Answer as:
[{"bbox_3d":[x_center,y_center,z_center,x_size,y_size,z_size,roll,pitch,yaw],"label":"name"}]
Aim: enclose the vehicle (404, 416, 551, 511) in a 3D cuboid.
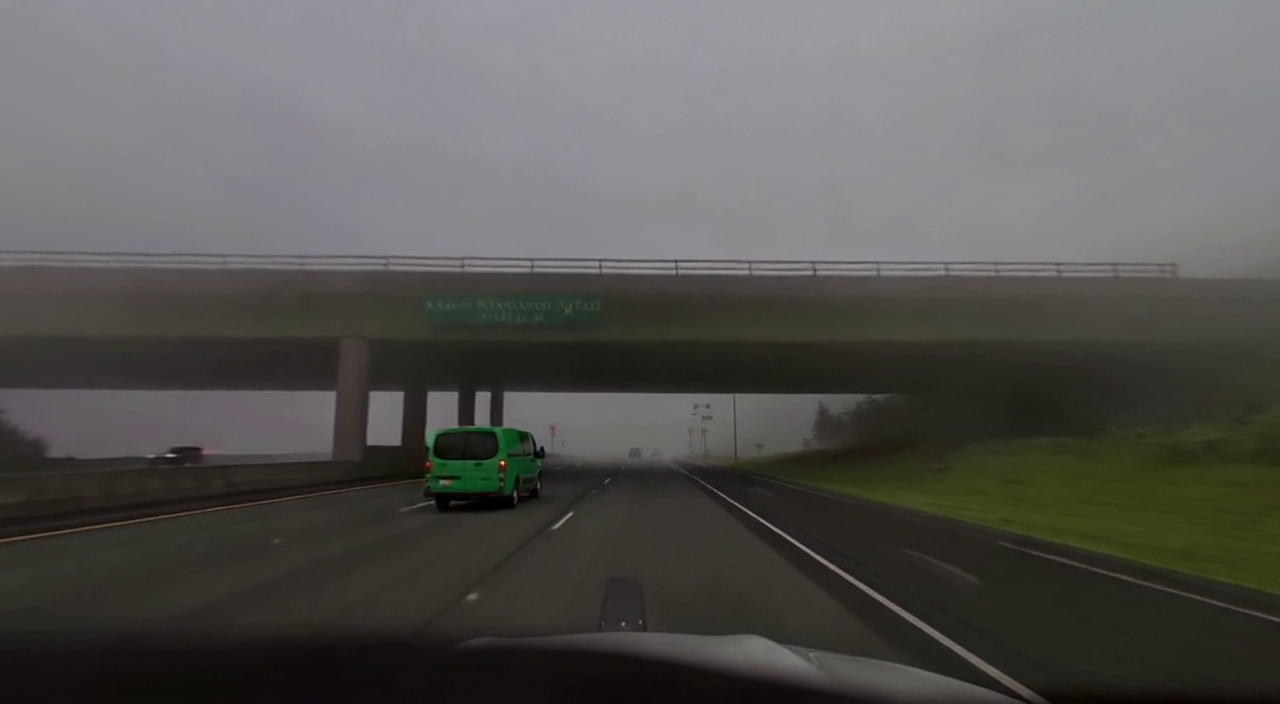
[{"bbox_3d":[-3.663,2.667,15.383,2.167,1.929,5.037,0,-9,1],"label":"vehicle"}]
